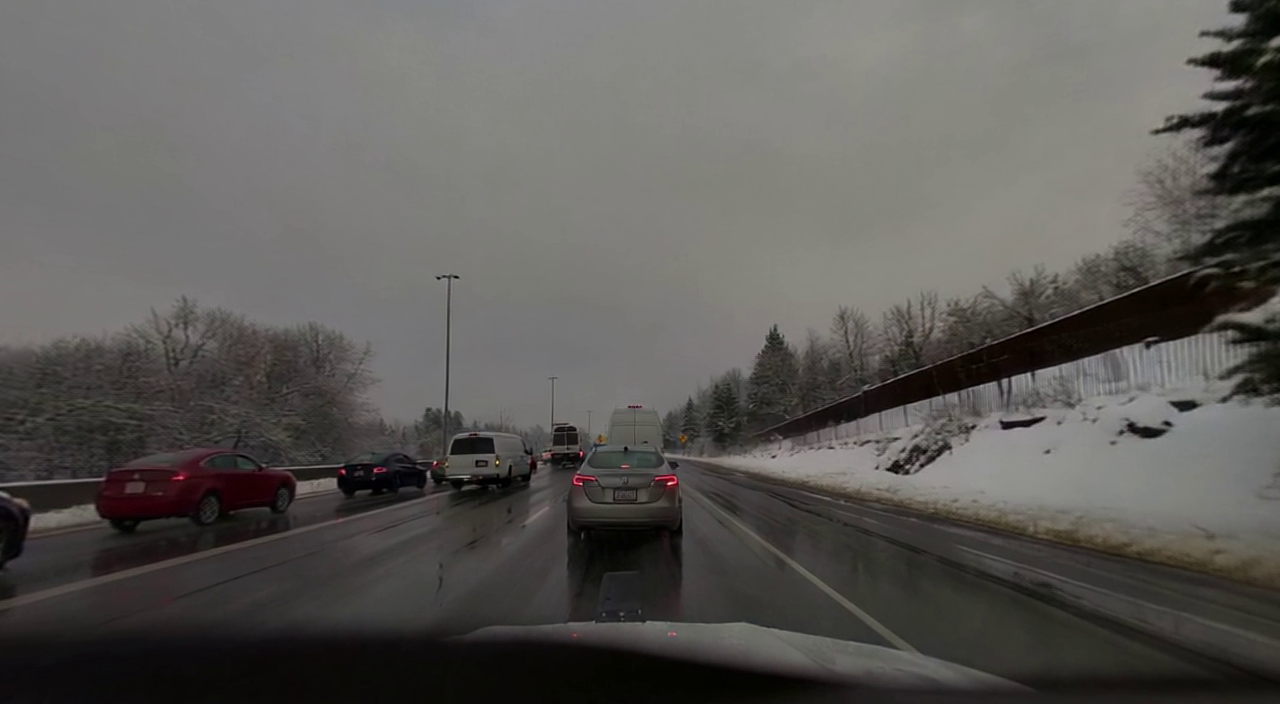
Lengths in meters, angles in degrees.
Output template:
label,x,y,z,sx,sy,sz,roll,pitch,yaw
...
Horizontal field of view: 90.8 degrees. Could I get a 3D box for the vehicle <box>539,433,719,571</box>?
label,x,y,z,sx,sy,sz,roll,pitch,yaw
vehicle,-0.146,1.939,8.786,1.995,1.495,3.380,0,-9,-1

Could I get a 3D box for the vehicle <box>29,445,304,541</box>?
label,x,y,z,sx,sy,sz,roll,pitch,yaw
vehicle,-8.711,2.585,12.260,1.884,1.484,4.389,-1,-9,1

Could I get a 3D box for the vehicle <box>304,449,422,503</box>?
label,x,y,z,sx,sy,sz,roll,pitch,yaw
vehicle,-8.396,3.767,19.558,1.826,1.465,3.916,-1,-9,1

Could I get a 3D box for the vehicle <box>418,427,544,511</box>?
label,x,y,z,sx,sy,sz,roll,pitch,yaw
vehicle,-4.071,3.095,17.088,2.055,1.913,4.584,-1,-9,2
